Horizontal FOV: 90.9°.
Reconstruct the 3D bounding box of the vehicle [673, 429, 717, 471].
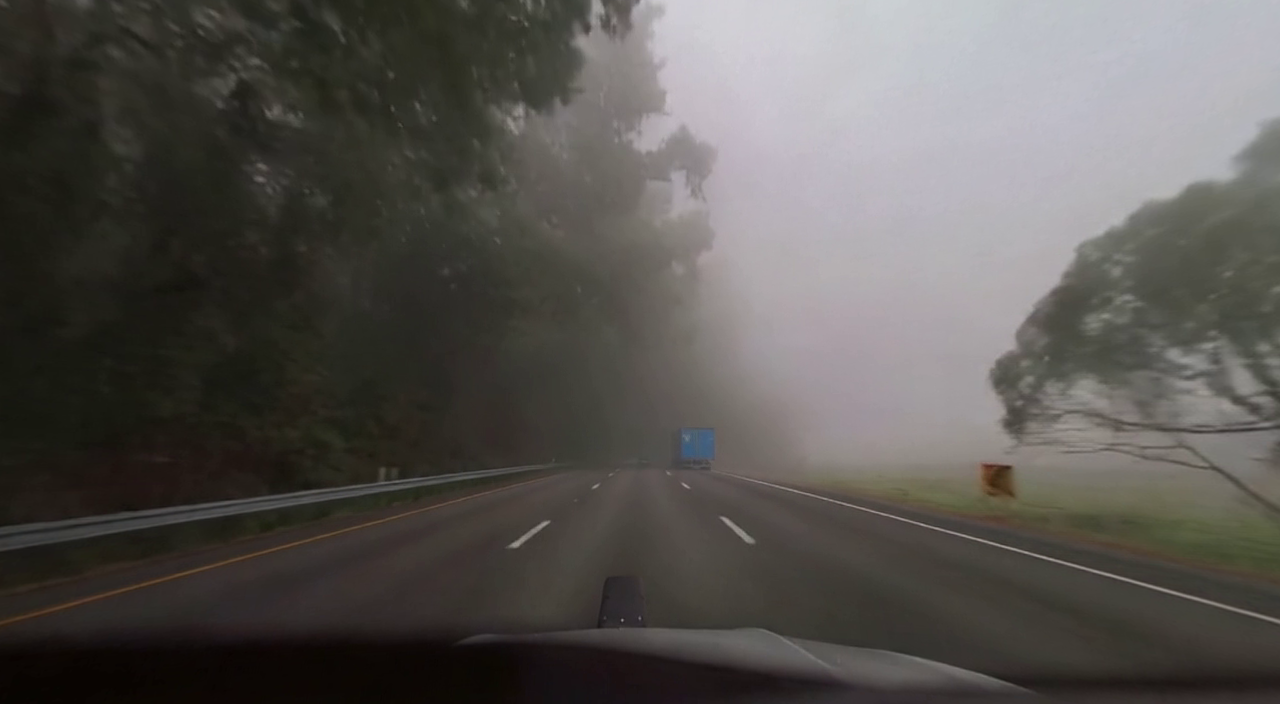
[{"bbox_3d":[3.908,7.191,46.166,2.572,2.795,5.978,0,-9,-1],"label":"vehicle"}]
